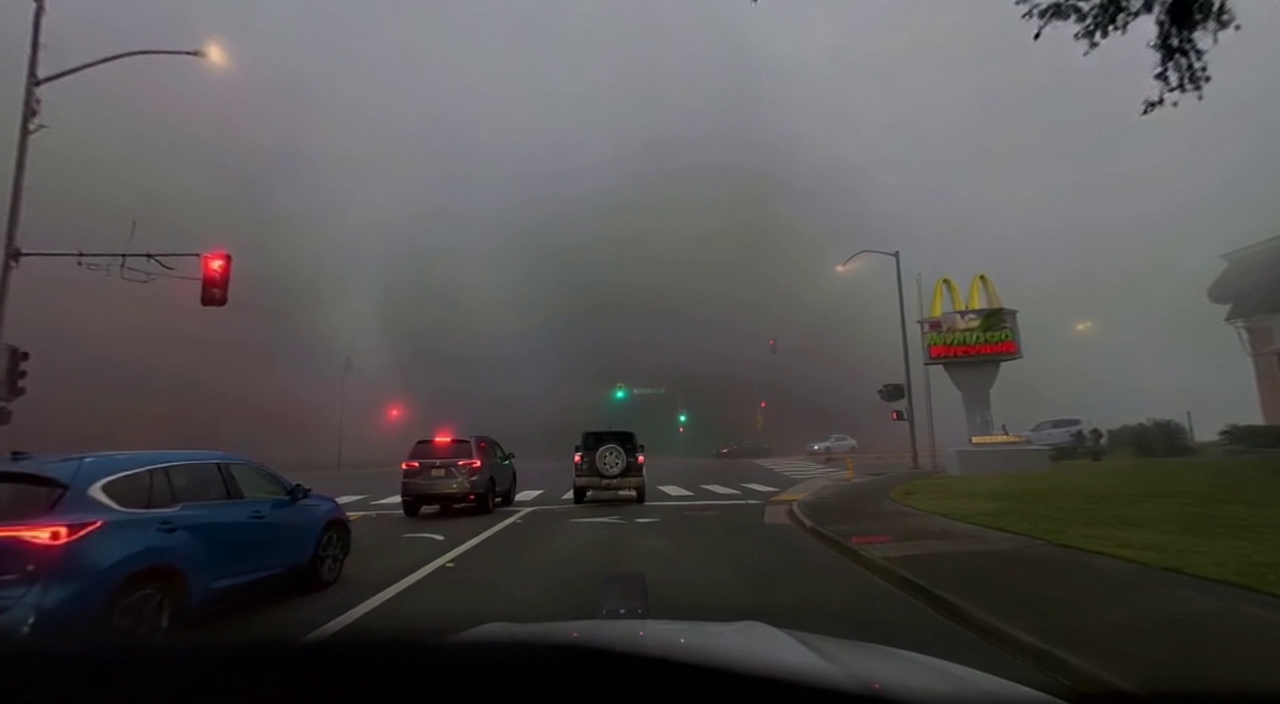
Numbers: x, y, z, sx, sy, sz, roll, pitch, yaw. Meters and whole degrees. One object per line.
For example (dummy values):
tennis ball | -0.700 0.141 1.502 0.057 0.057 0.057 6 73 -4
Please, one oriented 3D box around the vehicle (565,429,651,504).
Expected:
vehicle | -0.933 3.314 18.766 2.224 1.923 4.643 1 -8 -3

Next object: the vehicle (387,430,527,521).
vehicle | -4.136 2.855 15.197 2.130 1.819 4.497 0 -8 -2

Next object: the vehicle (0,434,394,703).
vehicle | -3.976 1.489 5.428 1.941 1.479 4.541 0 -8 -1
